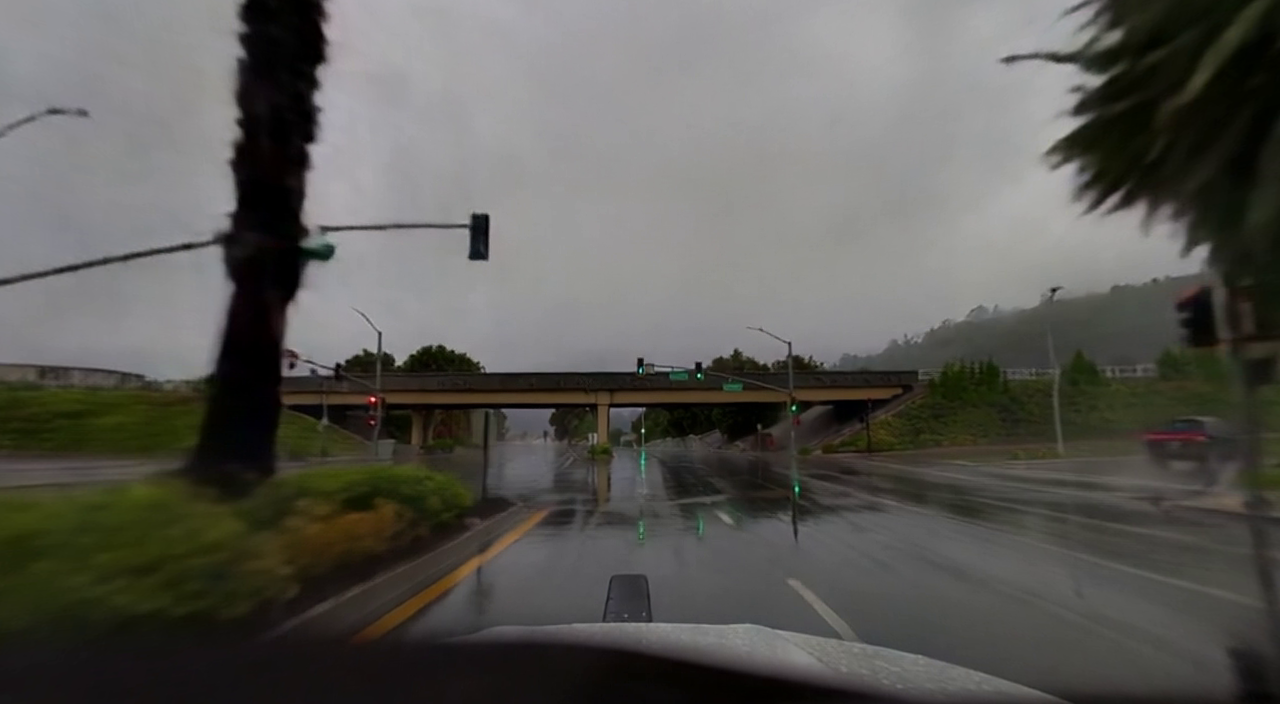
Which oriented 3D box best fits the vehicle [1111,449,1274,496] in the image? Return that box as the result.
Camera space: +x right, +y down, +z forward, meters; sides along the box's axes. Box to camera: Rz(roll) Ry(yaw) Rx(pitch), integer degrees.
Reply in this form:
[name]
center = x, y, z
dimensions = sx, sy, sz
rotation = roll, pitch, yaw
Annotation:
[vehicle]
center = 18.673, 4.027, 21.340
dimensions = 4.556, 1.436, 1.982
rotation = 3, -10, -19
